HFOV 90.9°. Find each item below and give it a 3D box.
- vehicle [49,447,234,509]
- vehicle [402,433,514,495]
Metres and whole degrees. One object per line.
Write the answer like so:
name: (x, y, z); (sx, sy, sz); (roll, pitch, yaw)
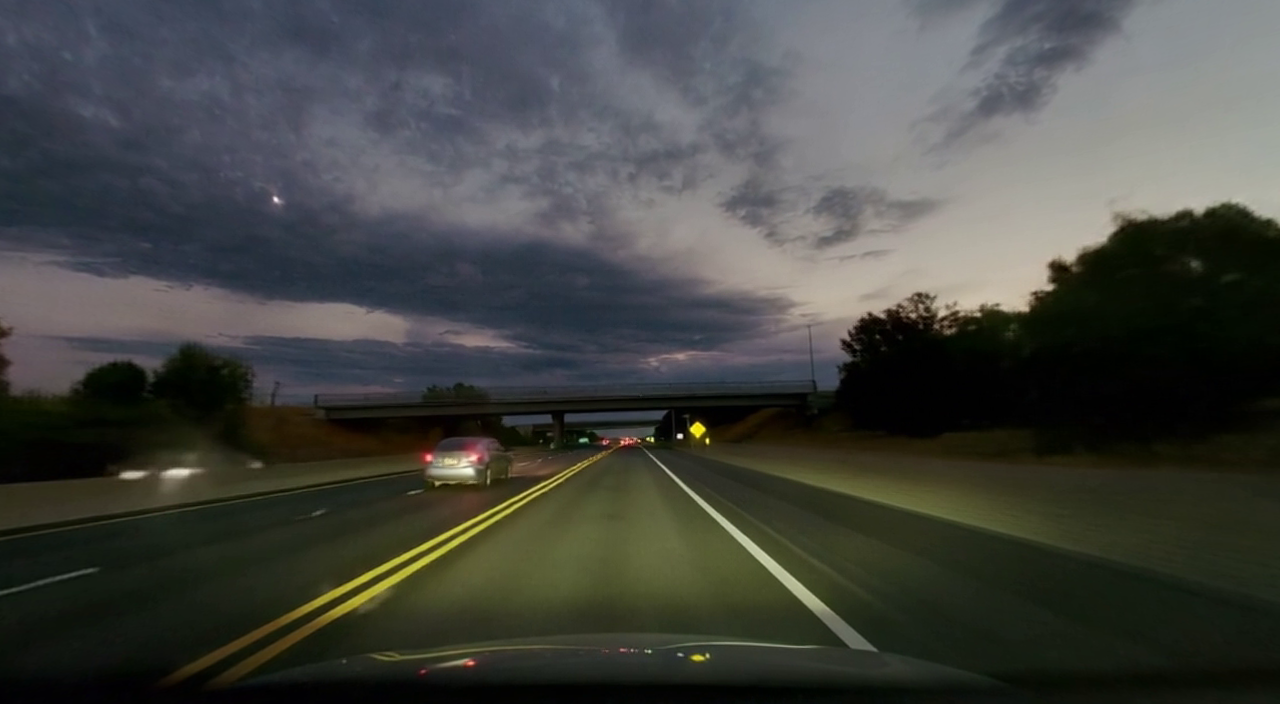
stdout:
vehicle: (-13.769, 3.449, 17.815); (1.813, 1.437, 4.270); (0, -8, -1)
vehicle: (-4.882, 3.011, 17.496); (1.965, 1.513, 3.774); (0, -8, 0)
